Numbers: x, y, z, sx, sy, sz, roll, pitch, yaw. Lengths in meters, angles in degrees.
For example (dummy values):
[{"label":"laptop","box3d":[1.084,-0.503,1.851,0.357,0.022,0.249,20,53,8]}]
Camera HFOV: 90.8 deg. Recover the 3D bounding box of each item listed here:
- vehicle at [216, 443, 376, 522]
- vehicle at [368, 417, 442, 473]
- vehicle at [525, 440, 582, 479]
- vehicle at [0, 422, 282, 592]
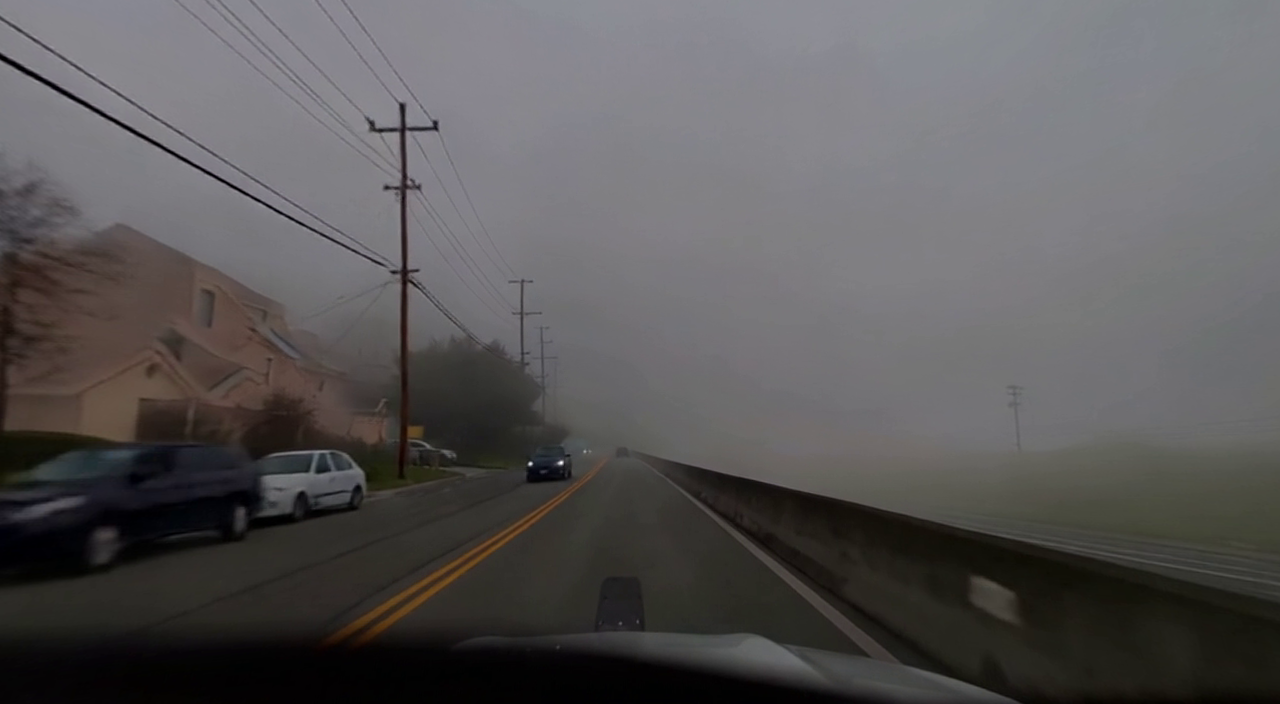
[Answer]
[{"label":"vehicle","box3d":[-7.570,2.880,14.310,1.744,1.538,3.331,1,-10,-2]},{"label":"vehicle","box3d":[-11.978,4.830,32.741,2.451,2.641,5.869,2,-9,-10]},{"label":"vehicle","box3d":[-4.022,5.078,30.103,2.103,1.690,4.508,0,-9,0]},{"label":"vehicle","box3d":[-7.201,1.929,8.641,1.920,1.681,4.490,1,-10,0]}]
